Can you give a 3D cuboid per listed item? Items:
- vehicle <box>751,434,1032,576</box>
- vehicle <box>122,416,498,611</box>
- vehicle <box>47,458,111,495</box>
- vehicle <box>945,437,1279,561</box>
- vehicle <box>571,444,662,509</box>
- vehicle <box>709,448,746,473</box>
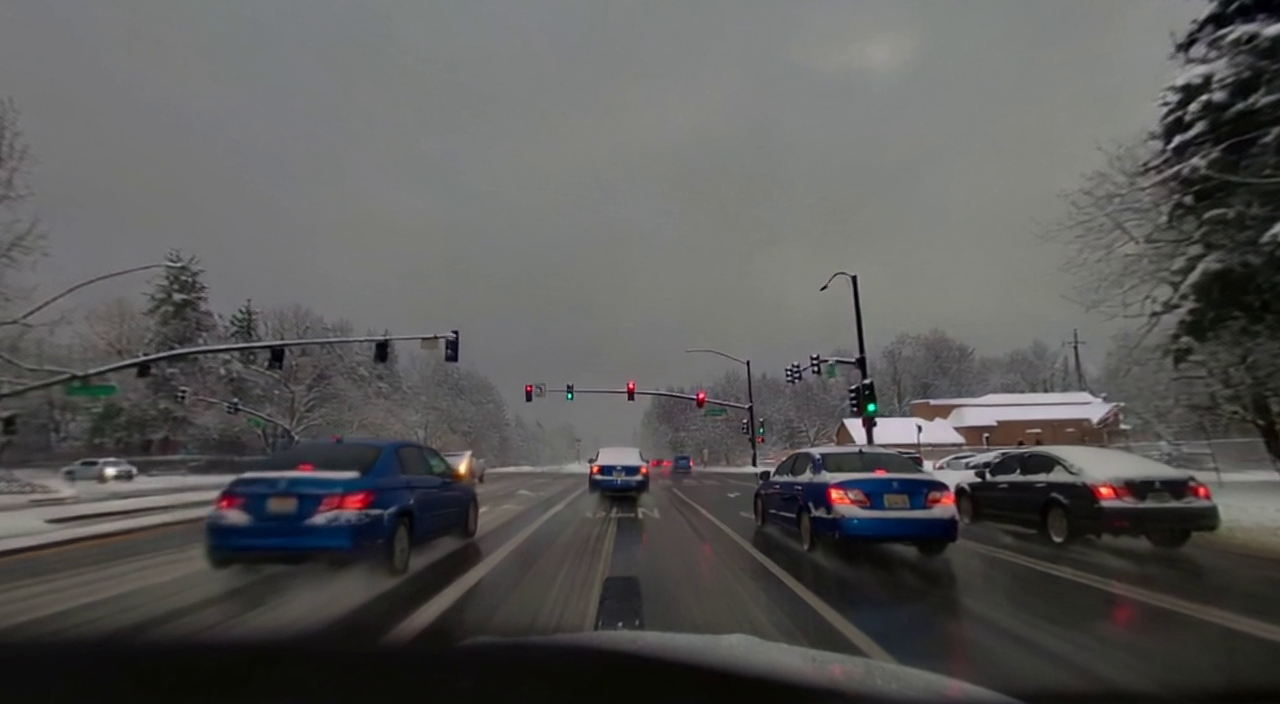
[{"bbox_3d":[3.086,1.963,9.023,2.053,1.490,4.464,0,-8,-2],"label":"vehicle"},{"bbox_3d":[-3.240,1.670,7.501,2.073,1.606,4.364,0,-8,0],"label":"vehicle"},{"bbox_3d":[-29.840,6.585,33.727,2.004,1.689,4.585,6,-10,-36],"label":"vehicle"},{"bbox_3d":[6.873,2.086,9.794,2.004,1.455,4.417,0,-8,-1],"label":"vehicle"},{"bbox_3d":[-0.536,3.157,16.519,2.065,1.464,4.216,0,-8,0],"label":"vehicle"},{"bbox_3d":[6.776,8.427,49.413,2.113,1.789,4.622,0,-8,-2],"label":"vehicle"}]
